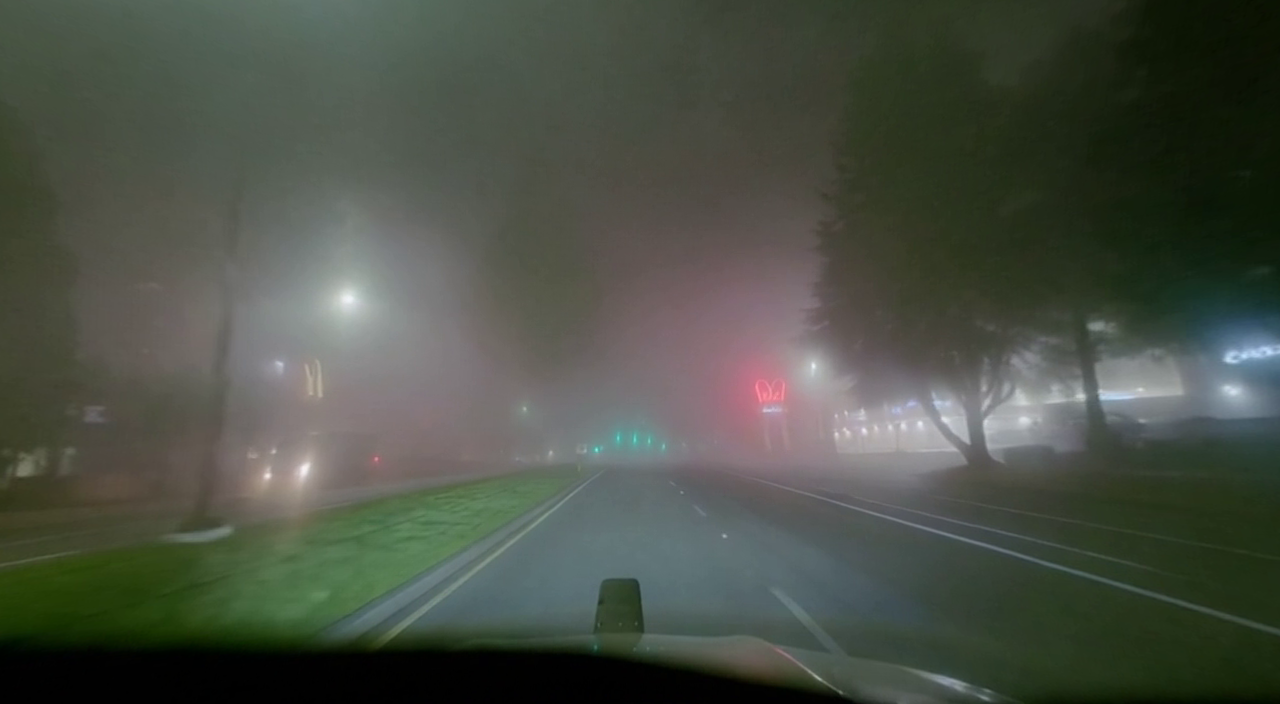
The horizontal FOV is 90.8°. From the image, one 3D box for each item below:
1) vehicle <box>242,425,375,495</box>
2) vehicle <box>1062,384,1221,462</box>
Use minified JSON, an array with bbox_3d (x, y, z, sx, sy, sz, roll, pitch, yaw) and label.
[{"bbox_3d":[-19.571,6.448,38.279,2.966,3.698,9.217,0,-9,0],"label":"vehicle"},{"bbox_3d":[28.934,4.177,36.462,8.627,4.134,2.881,3,-9,-22],"label":"vehicle"}]
